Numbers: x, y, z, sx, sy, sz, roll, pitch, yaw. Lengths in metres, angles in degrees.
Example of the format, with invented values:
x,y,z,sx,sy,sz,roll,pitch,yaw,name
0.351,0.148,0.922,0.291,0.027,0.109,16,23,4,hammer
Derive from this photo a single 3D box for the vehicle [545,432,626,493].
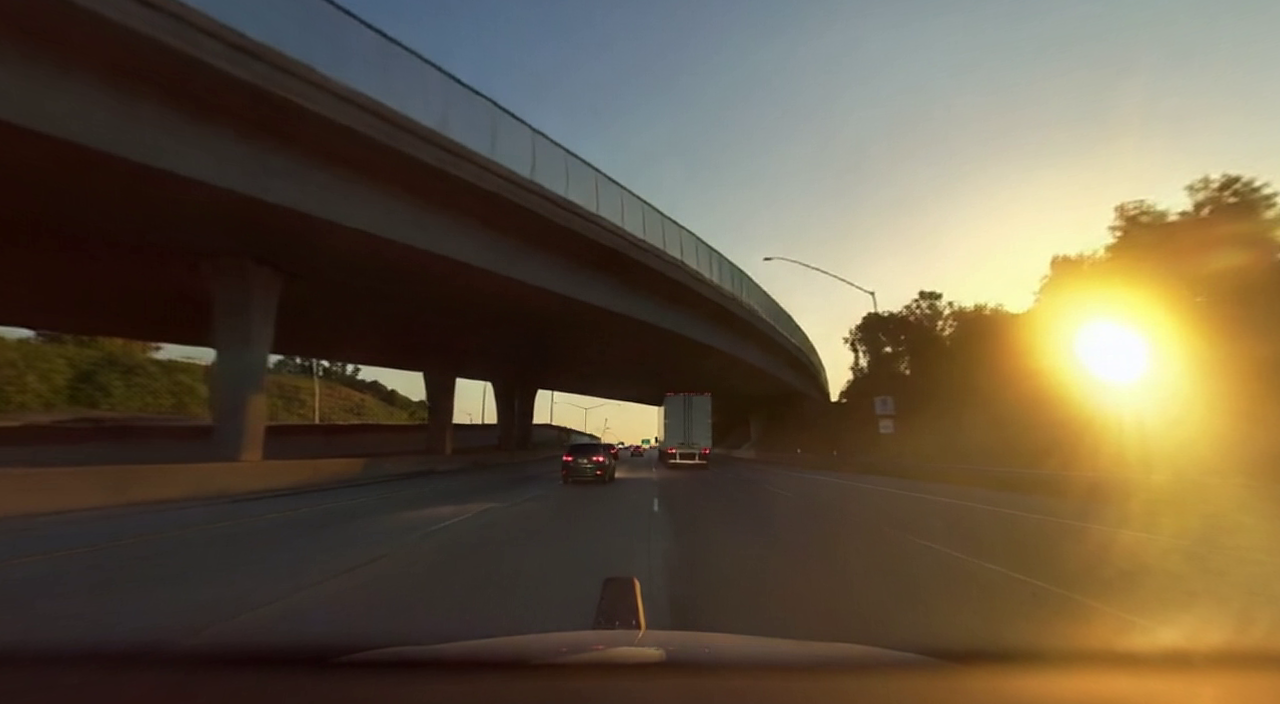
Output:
x,y,z,sx,sy,sz,roll,pitch,yaw,name
-1.606,3.497,20.267,2.077,1.716,4.514,0,-9,2,vehicle

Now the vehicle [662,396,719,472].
x,y,z,sx,sy,sz,roll,pitch,yaw,name
2.902,5.181,39.198,2.964,4.063,10.072,0,-9,2,vehicle
